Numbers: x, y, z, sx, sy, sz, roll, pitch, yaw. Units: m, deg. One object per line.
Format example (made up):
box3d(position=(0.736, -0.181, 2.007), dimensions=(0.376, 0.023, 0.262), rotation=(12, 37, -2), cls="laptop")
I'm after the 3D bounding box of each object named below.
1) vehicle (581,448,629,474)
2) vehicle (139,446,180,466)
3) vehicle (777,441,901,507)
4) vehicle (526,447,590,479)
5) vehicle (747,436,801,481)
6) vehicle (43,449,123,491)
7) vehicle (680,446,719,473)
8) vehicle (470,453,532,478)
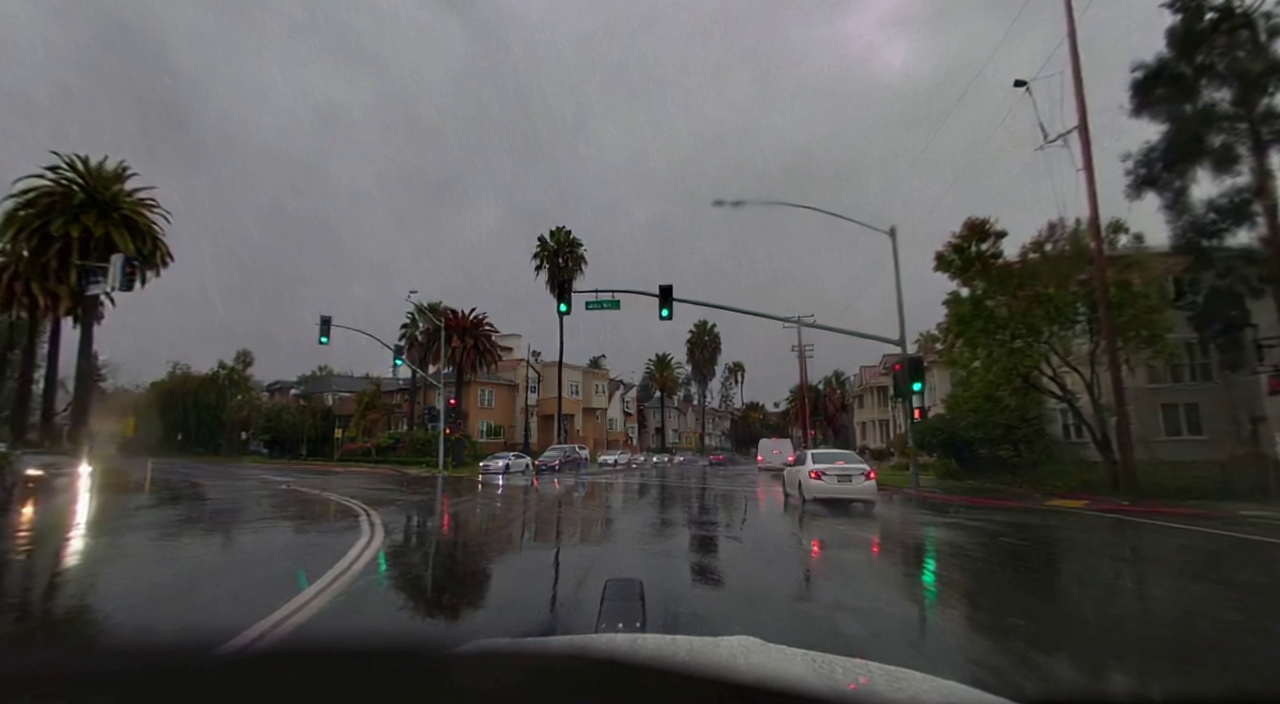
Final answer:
box3d(position=(-2.305, 7.280, 42.479), dimensions=(1.852, 1.498, 4.238), rotation=(-6, -9, 16), cls="vehicle")
box3d(position=(-37.039, 8.022, 48.674), dimensions=(2.013, 1.442, 4.173), rotation=(8, -12, -42), cls="vehicle")
box3d(position=(5.264, 3.281, 17.448), dimensions=(2.096, 1.552, 4.519), rotation=(0, -9, 2), cls="vehicle")
box3d(position=(-4.576, 6.256, 36.008), dimensions=(1.959, 1.515, 4.668), rotation=(-2, -7, 15), cls="vehicle")
box3d(position=(6.546, 5.254, 31.357), dimensions=(2.109, 2.002, 4.424), rotation=(-1, -9, 6), cls="vehicle")
box3d(position=(-22.790, 4.746, 25.770), dimensions=(2.005, 1.533, 4.499), rotation=(8, -12, -44), cls="vehicle")
box3d(position=(3.813, 6.773, 39.948), dimensions=(1.923, 1.576, 4.026), rotation=(-2, -9, 12), cls="vehicle")
box3d(position=(-8.066, 6.581, 36.907), dimensions=(1.891, 1.358, 3.828), rotation=(-3, -9, 16), cls="vehicle")
